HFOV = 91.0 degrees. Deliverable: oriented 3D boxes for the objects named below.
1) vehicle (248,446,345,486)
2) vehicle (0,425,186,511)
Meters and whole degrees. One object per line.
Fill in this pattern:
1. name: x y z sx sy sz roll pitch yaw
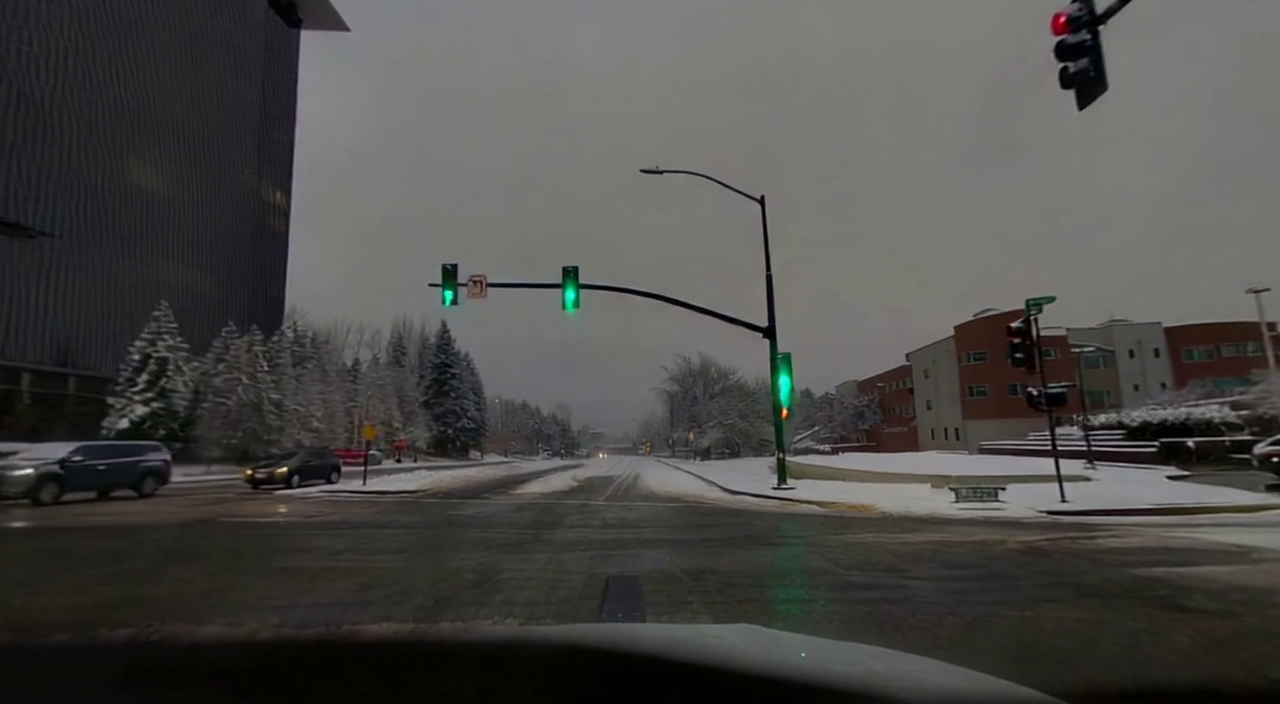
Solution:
1. vehicle: -15.089 4.982 27.936 1.932 1.605 4.146 0 -9 0
2. vehicle: -14.976 2.972 16.654 2.091 1.915 5.040 0 -9 1
